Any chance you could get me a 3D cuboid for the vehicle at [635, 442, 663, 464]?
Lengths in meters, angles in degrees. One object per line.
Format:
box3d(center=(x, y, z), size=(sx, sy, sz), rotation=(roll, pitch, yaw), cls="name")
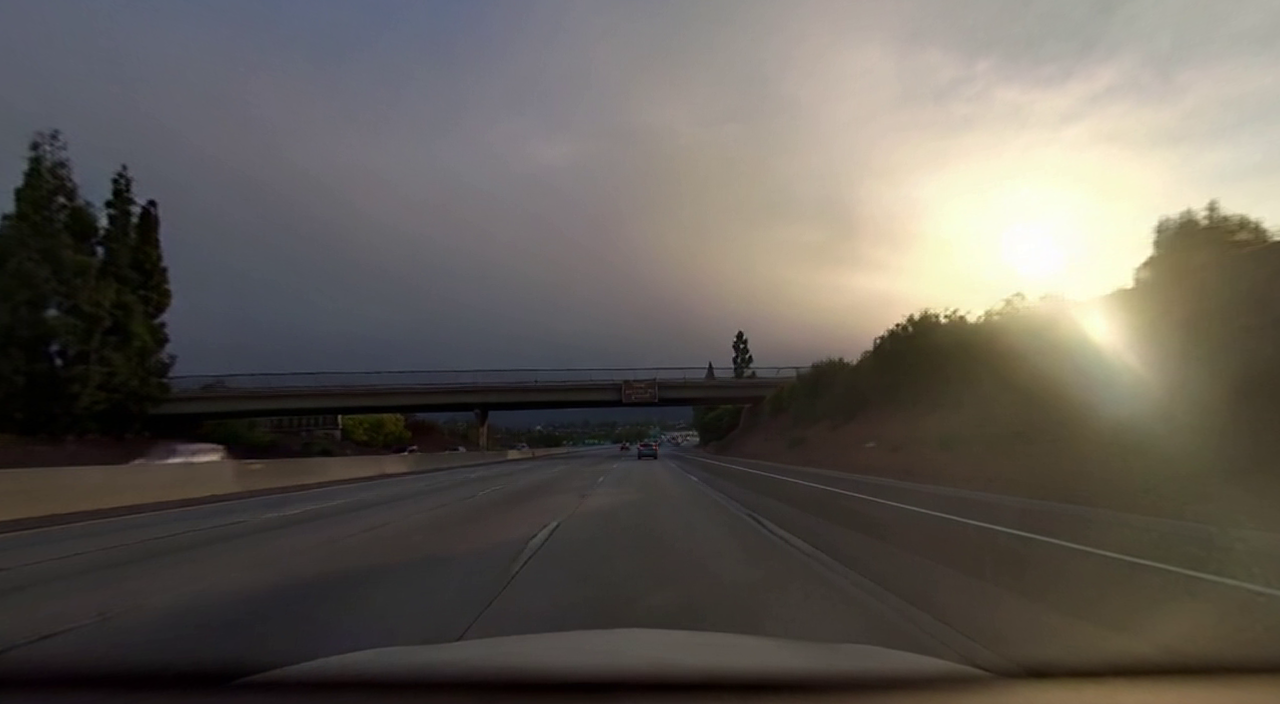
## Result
box3d(center=(0.622, 7.315, 45.846), size=(1.970, 1.477, 4.158), rotation=(0, -9, 0), cls="vehicle")
